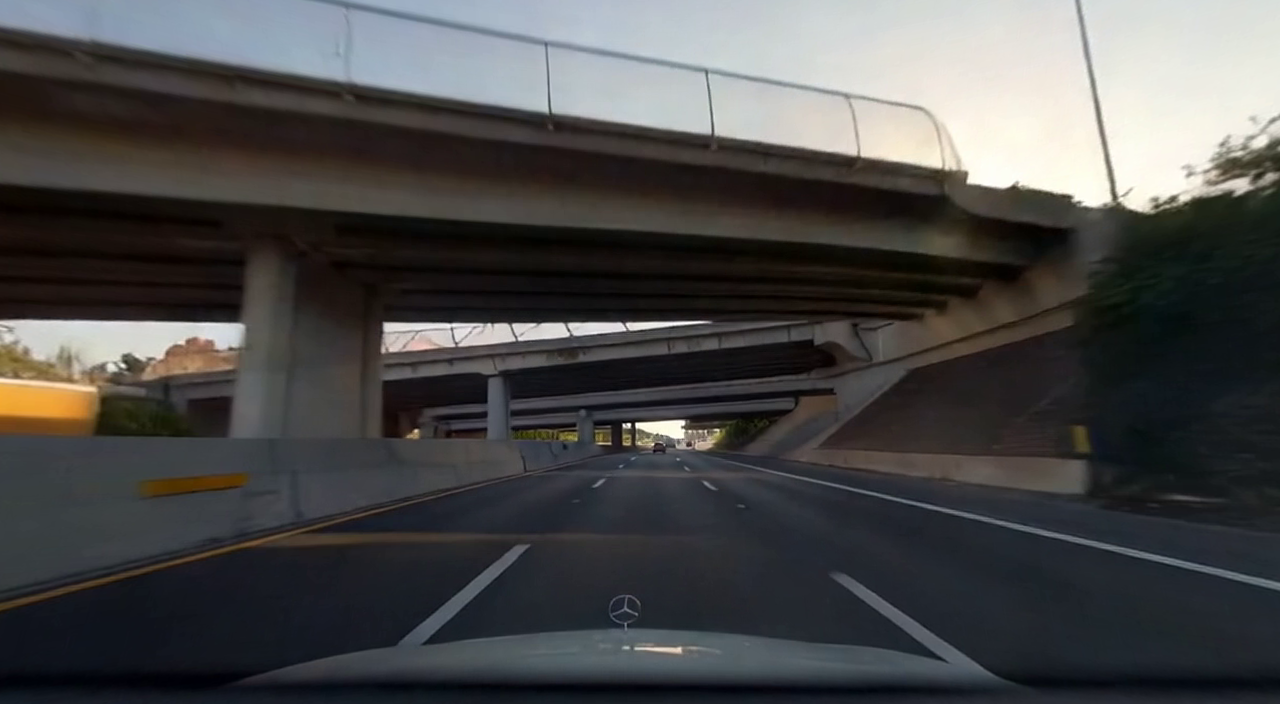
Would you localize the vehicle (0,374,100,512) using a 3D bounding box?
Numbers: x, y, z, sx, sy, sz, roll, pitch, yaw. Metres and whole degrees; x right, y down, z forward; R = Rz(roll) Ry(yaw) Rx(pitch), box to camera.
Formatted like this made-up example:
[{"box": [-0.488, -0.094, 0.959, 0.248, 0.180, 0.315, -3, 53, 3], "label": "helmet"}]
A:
[{"box": [-20.317, 2.540, 17.542, 2.872, 4.021, 8.230, 0, -8, 1], "label": "vehicle"}]
